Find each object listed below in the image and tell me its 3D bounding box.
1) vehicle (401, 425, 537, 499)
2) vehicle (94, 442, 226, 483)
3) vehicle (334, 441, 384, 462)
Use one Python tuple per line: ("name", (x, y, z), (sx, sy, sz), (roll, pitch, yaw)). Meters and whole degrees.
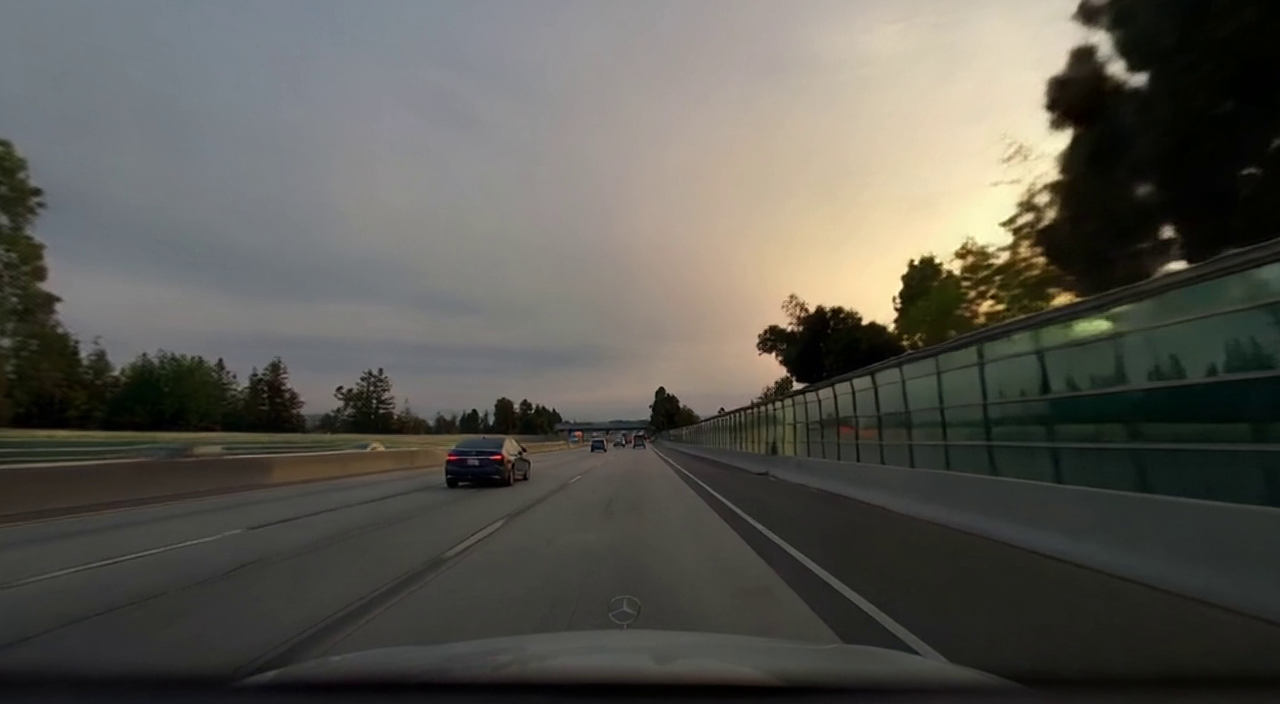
("vehicle", (-3.939, 2.618, 15.355), (2.059, 1.541, 4.296), (0, -8, 1))
("vehicle", (-19.717, 4.513, 26.107), (1.883, 1.516, 4.543), (0, -8, 0))
("vehicle", (-21.260, 7.496, 47.609), (1.865, 1.505, 4.095), (0, -8, 0))
